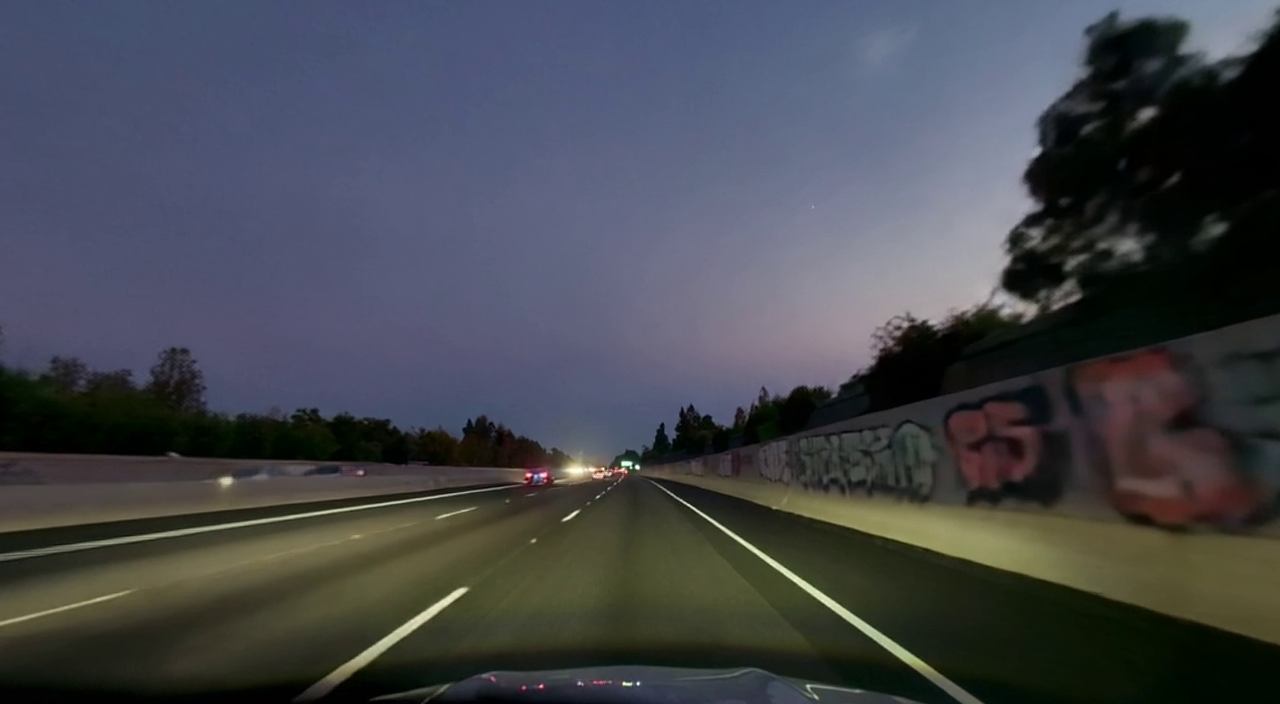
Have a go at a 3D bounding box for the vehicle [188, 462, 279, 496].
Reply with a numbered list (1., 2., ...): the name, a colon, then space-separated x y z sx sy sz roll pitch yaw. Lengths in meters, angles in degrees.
1. vehicle: -22.950 7.195 35.818 2.044 1.778 4.622 1 -11 0

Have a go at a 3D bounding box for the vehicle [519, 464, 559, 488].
1. vehicle: -7.337 9.070 46.254 2.124 1.630 4.416 1 -11 0

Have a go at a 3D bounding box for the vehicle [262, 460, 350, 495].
1. vehicle: -15.533 5.861 29.564 1.851 1.459 4.101 1 -11 0
